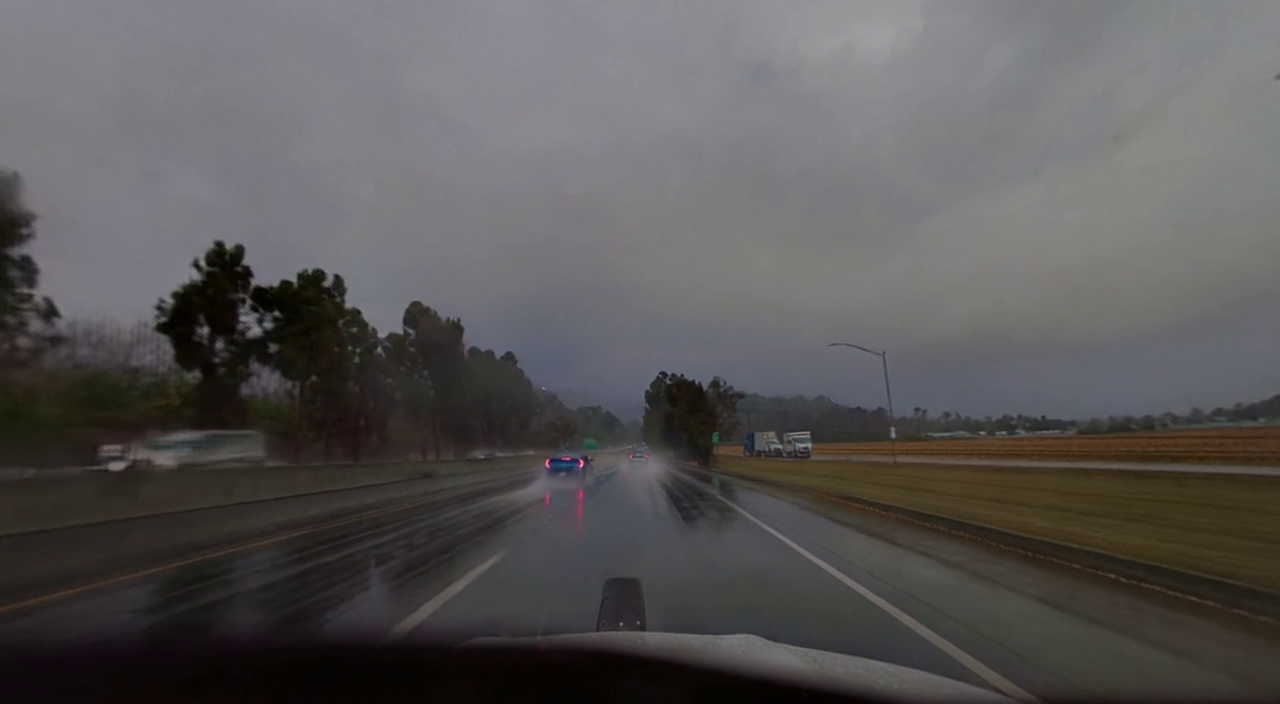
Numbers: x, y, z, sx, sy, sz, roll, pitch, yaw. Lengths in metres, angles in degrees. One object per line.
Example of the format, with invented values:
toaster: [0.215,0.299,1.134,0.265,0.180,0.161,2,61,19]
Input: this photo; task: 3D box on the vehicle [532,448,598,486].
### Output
vehicle: [-3.089,4.877,27.100,2.170,1.451,4.584,0,-9,1]

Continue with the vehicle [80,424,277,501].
vehicle: [-16.748,4.050,23.635,2.222,2.428,6.706,0,-9,0]
